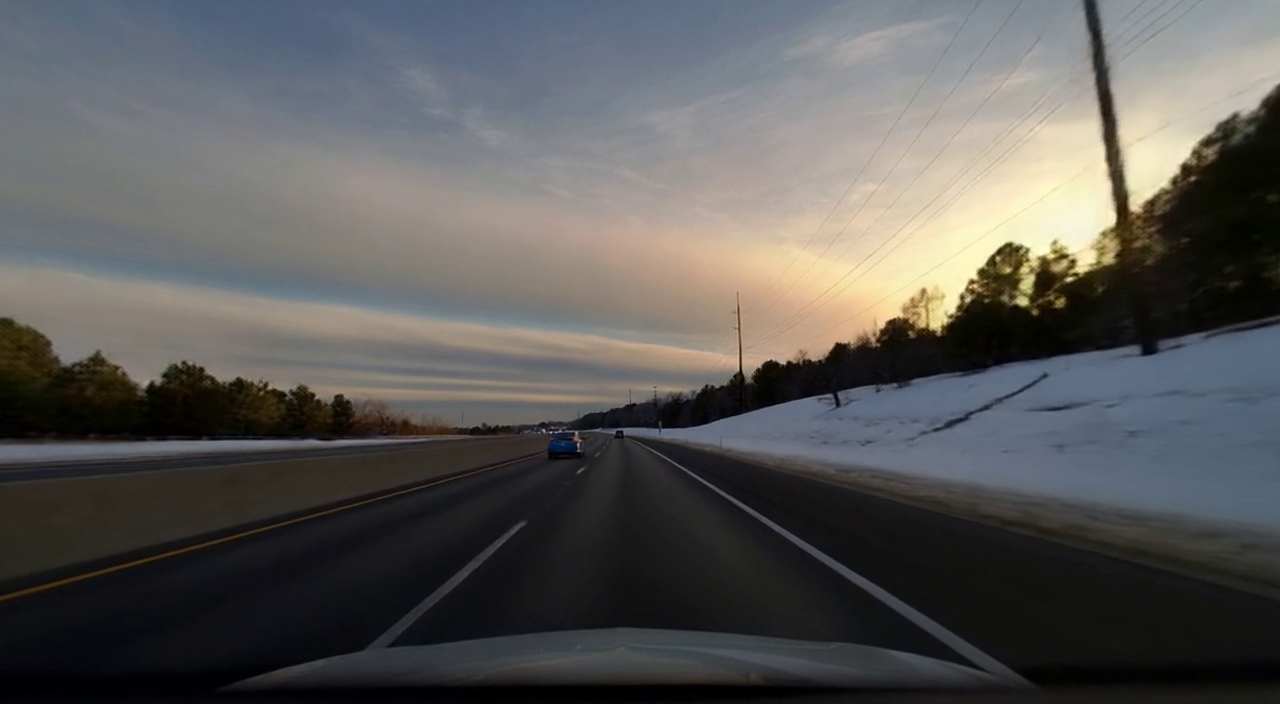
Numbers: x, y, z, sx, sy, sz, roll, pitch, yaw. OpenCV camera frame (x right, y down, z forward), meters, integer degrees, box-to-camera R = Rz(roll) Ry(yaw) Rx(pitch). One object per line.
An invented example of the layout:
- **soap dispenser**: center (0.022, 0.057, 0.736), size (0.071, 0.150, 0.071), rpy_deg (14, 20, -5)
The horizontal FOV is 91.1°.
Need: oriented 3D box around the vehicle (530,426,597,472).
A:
- **vehicle**: center (-2.700, 3.530, 23.127), size (1.999, 1.536, 3.969), rpy_deg (0, -8, 0)
